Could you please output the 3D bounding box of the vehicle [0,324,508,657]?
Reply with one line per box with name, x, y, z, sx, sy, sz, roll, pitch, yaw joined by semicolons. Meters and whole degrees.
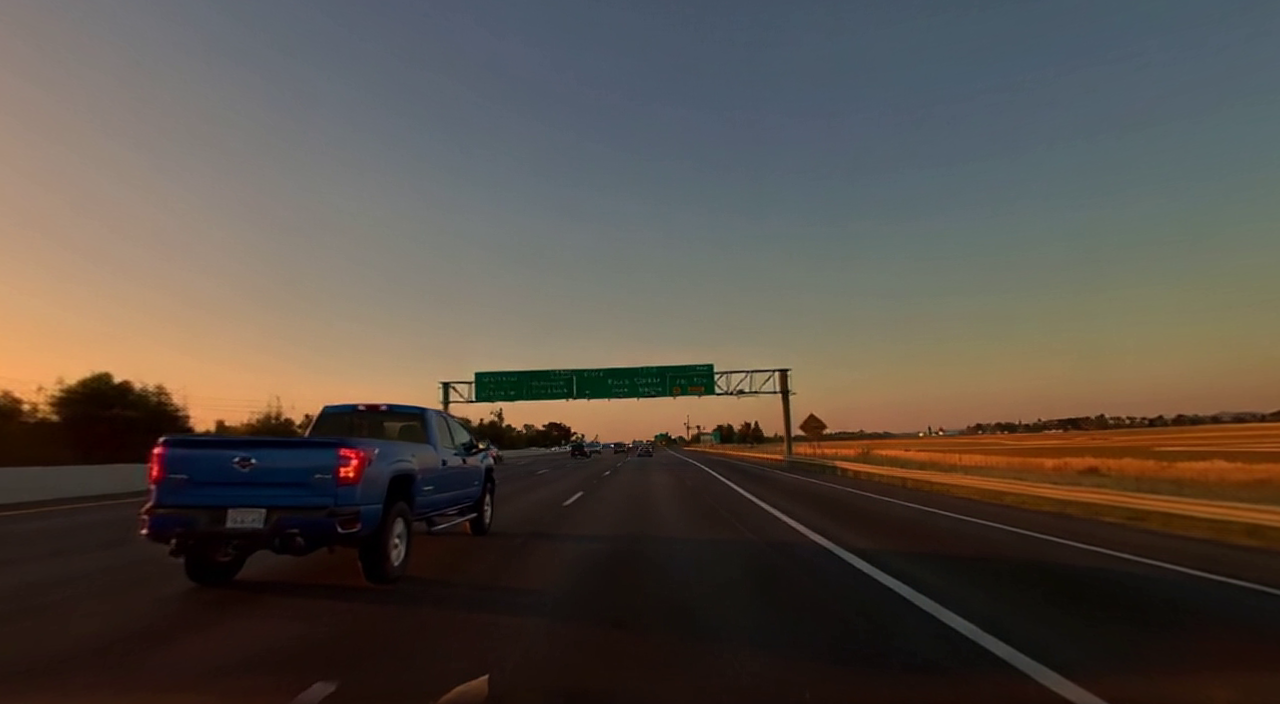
vehicle;-3.500;1.296;7.067;2.601;2.084;6.068;0;-8;1
